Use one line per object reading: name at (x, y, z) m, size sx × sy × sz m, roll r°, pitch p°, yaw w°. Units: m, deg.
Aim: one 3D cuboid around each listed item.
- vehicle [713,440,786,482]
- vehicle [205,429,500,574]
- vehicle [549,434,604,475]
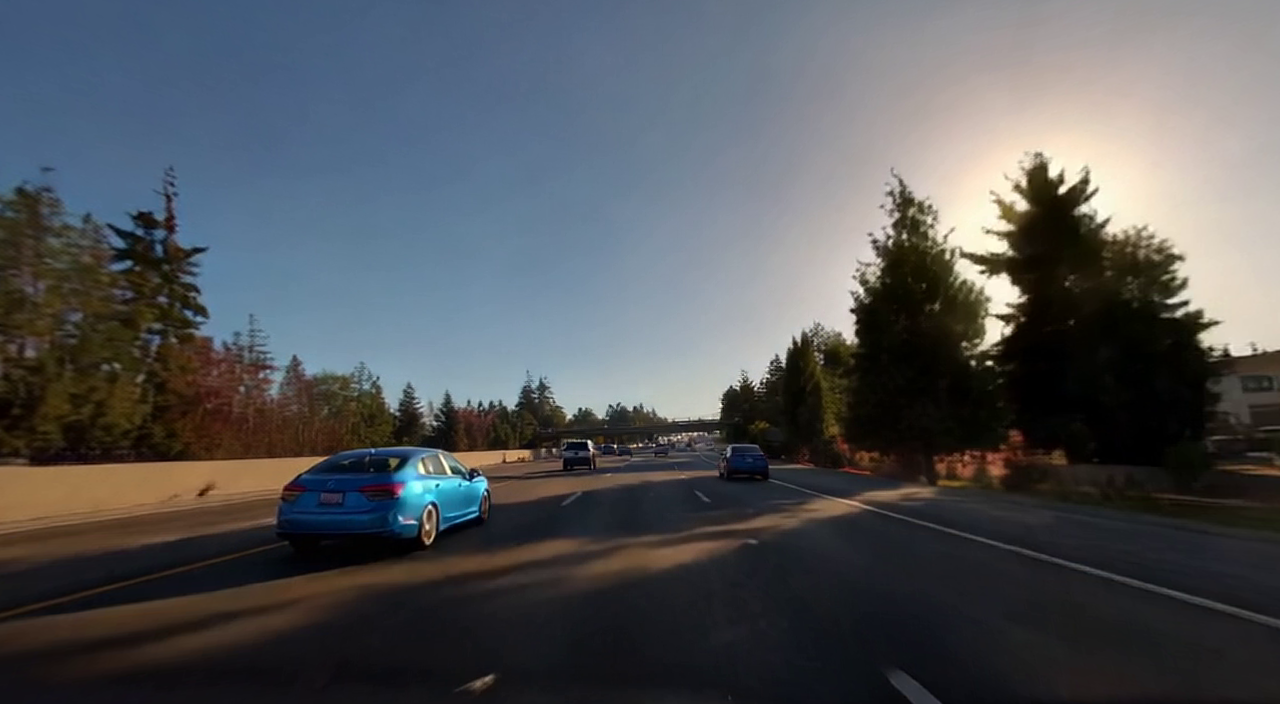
vehicle at (4.150, 4.213, 24.632) m, size 2.100 × 1.472 × 4.533 m, roll 0°, pitch -8°, yaw 1°
vehicle at (-3.483, 1.885, 8.813) m, size 1.948 × 1.475 × 4.461 m, roll 0°, pitch -8°, yaw 1°
vehicle at (-3.014, 5.017, 30.999) m, size 2.122 × 1.847 × 4.696 m, roll 0°, pitch -8°, yaw 1°
